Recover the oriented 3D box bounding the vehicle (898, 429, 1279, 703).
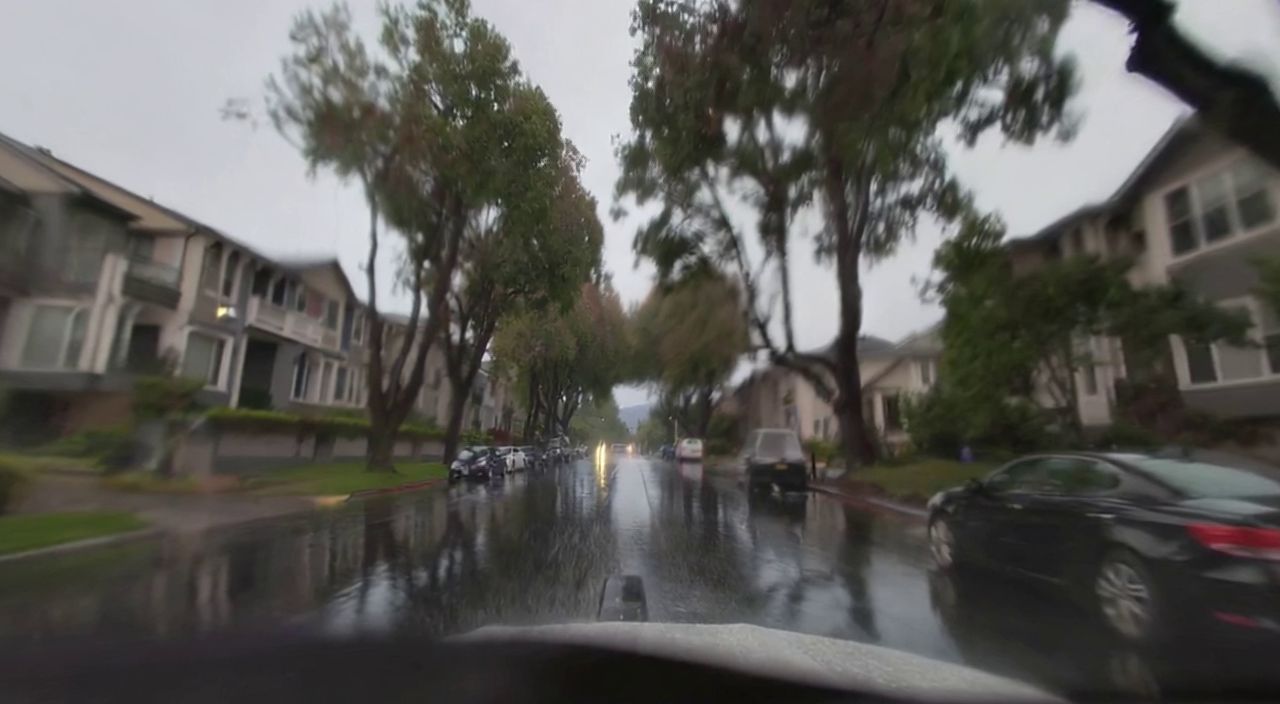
[{"bbox_3d":[4.086,1.435,5.214,2.047,1.473,4.702,0,-8,2],"label":"vehicle"}]

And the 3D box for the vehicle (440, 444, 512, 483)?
[{"bbox_3d":[-7.015,4.833,27.429,2.003,1.501,4.779,-1,-9,-2],"label":"vehicle"}]

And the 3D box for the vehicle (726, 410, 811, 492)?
[{"bbox_3d":[4.091,3.209,20.400,2.158,2.478,2.078,-1,-10,-2],"label":"vehicle"}]
